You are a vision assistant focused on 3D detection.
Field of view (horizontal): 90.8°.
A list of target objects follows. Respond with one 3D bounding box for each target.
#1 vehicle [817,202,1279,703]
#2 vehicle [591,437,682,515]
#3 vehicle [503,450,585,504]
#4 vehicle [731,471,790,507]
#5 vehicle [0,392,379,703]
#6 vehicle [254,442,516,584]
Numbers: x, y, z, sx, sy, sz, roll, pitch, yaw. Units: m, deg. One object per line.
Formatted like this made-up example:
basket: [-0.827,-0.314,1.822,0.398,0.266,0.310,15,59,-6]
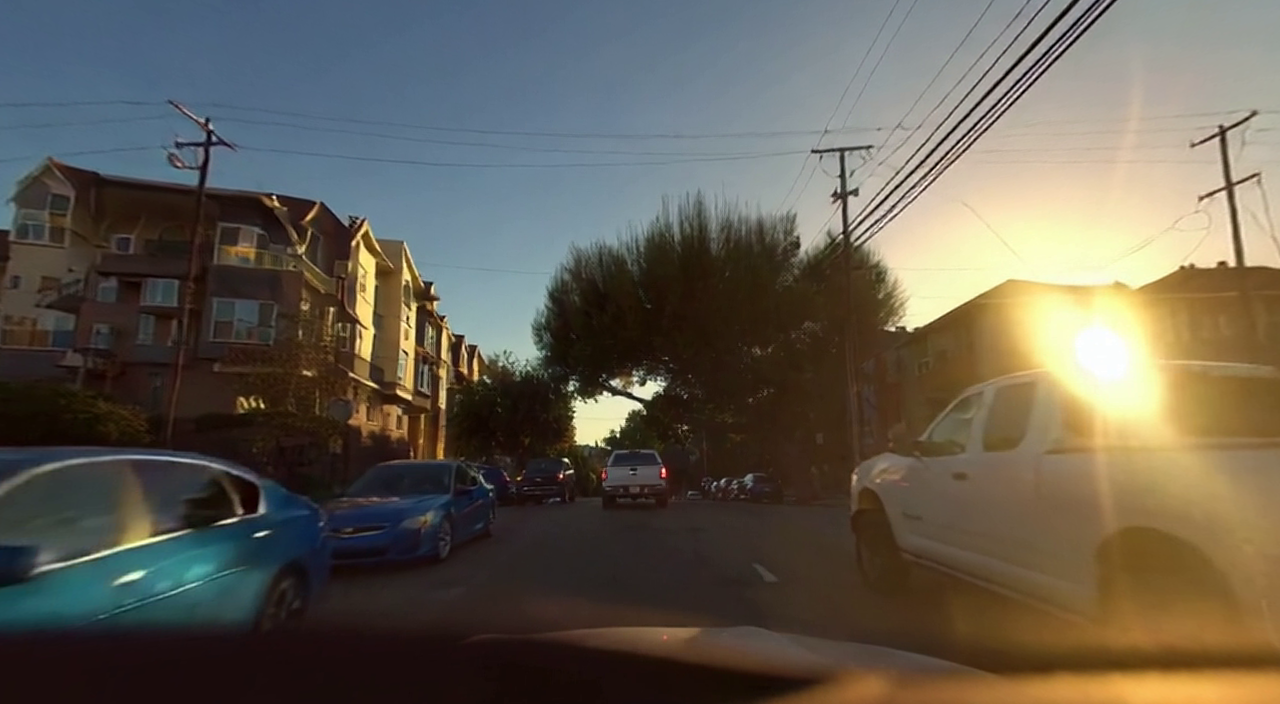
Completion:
vehicle: [2.665,0.832,3.378,2.027,1.907,4.736,0,-8,0]
vehicle: [-0.076,3.511,18.510,2.308,1.940,4.125,-2,-8,1]
vehicle: [-3.603,4.978,25.035,2.330,1.859,6.068,0,-12,0]
vehicle: [5.938,6.870,31.647,2.023,1.611,4.614,0,-12,0]
vehicle: [-3.065,1.031,2.911,1.898,1.539,4.320,0,-8,0]
vehicle: [-3.099,2.010,8.846,1.868,1.462,4.385,0,-8,-1]
